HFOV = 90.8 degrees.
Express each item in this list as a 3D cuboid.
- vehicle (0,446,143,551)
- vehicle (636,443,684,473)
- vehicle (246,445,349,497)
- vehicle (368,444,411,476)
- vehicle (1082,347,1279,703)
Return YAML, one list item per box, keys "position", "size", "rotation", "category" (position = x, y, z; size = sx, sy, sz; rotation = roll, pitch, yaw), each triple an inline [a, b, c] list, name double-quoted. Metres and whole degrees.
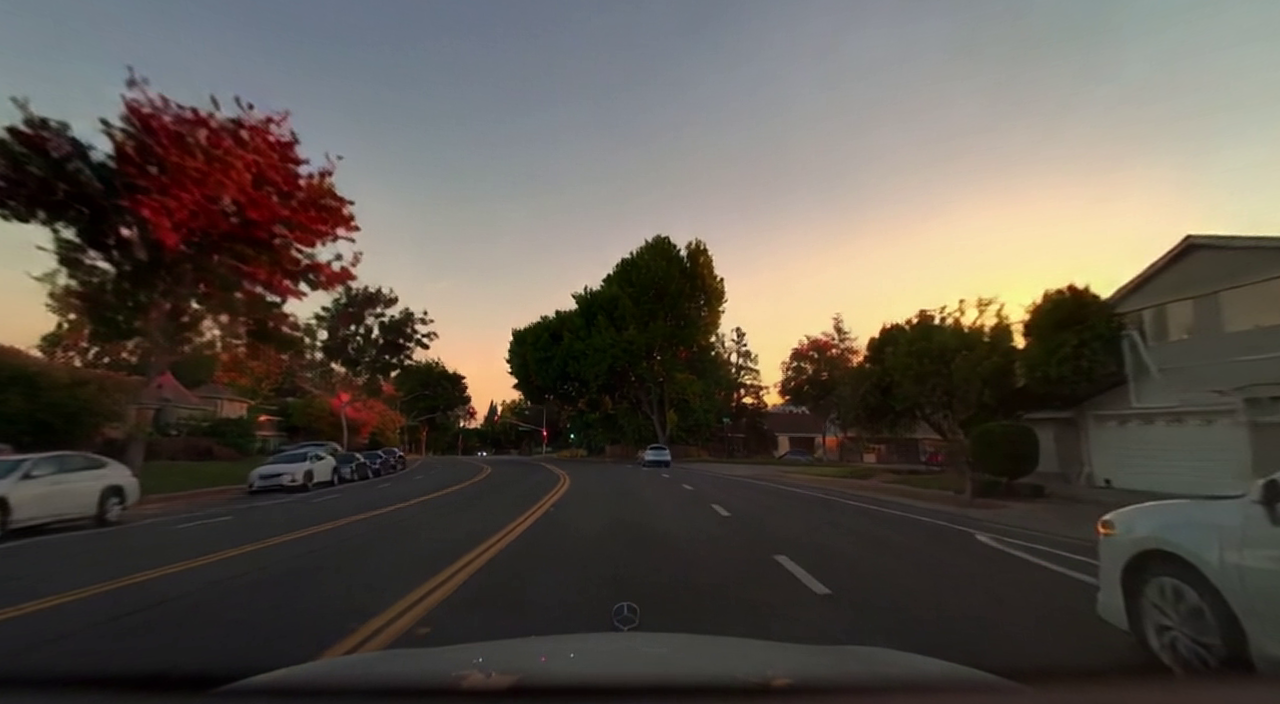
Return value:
- position: [-12.071, 2.669, 11.828]
  size: [2.032, 1.773, 4.471]
  rotation: [0, -8, -3]
  category: "vehicle"
- position: [1.077, 6.154, 36.961]
  size: [1.951, 1.620, 4.582]
  rotation: [1, -9, -9]
  category: "vehicle"
- position: [-13.382, 4.624, 25.075]
  size: [2.146, 1.806, 4.733]
  rotation: [1, -9, -10]
  category: "vehicle"
- position: [-16.663, 7.166, 42.309]
  size: [1.993, 1.801, 5.201]
  rotation: [-1, -8, -14]
  category: "vehicle"
- position: [3.948, 0.692, 1.465]
  size: [2.081, 1.828, 5.138]
  rotation: [0, -9, 0]
  category: "vehicle"
